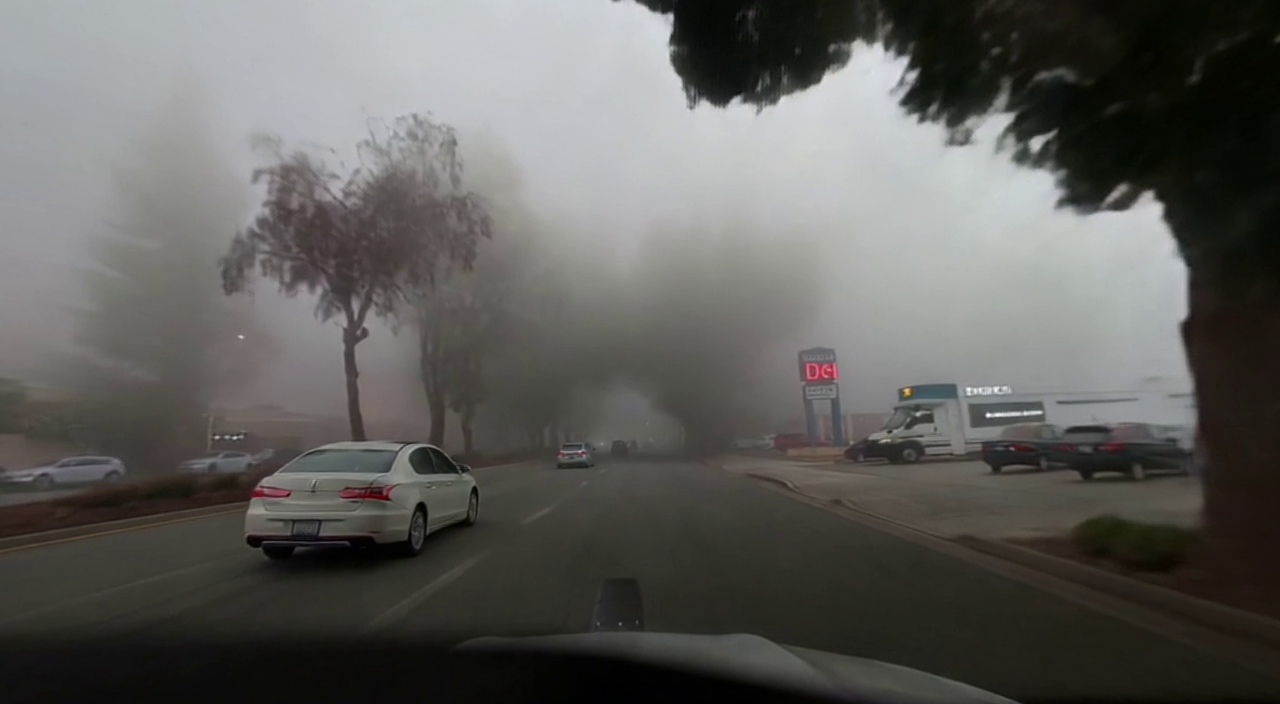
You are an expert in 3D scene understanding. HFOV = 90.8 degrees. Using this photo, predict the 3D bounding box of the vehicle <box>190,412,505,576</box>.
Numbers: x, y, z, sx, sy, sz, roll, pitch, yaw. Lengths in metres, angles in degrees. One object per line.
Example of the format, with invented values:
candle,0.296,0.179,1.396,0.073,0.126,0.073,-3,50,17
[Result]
vehicle,-3.501,1.803,8.818,2.126,1.655,4.560,-1,-9,1

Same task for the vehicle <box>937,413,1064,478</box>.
vehicle,11.917,3.045,20.701,5.297,1.843,2.097,8,-12,-44

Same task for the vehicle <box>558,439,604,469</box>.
vehicle,-3.151,5.529,34.364,1.955,1.461,4.396,-1,-9,2

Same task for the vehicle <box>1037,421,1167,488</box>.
vehicle,12.358,2.686,16.768,2.090,1.501,4.732,-8,-12,43

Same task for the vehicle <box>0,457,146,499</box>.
vehicle,-25.291,5.364,26.917,2.650,1.471,7.080,-4,-9,2

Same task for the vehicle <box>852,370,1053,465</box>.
vehicle,15.412,3.321,31.728,8.300,4.310,2.832,-2,-8,1

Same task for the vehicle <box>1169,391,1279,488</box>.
vehicle,14.830,2.188,15.718,2.031,2.064,4.681,-8,-12,43
